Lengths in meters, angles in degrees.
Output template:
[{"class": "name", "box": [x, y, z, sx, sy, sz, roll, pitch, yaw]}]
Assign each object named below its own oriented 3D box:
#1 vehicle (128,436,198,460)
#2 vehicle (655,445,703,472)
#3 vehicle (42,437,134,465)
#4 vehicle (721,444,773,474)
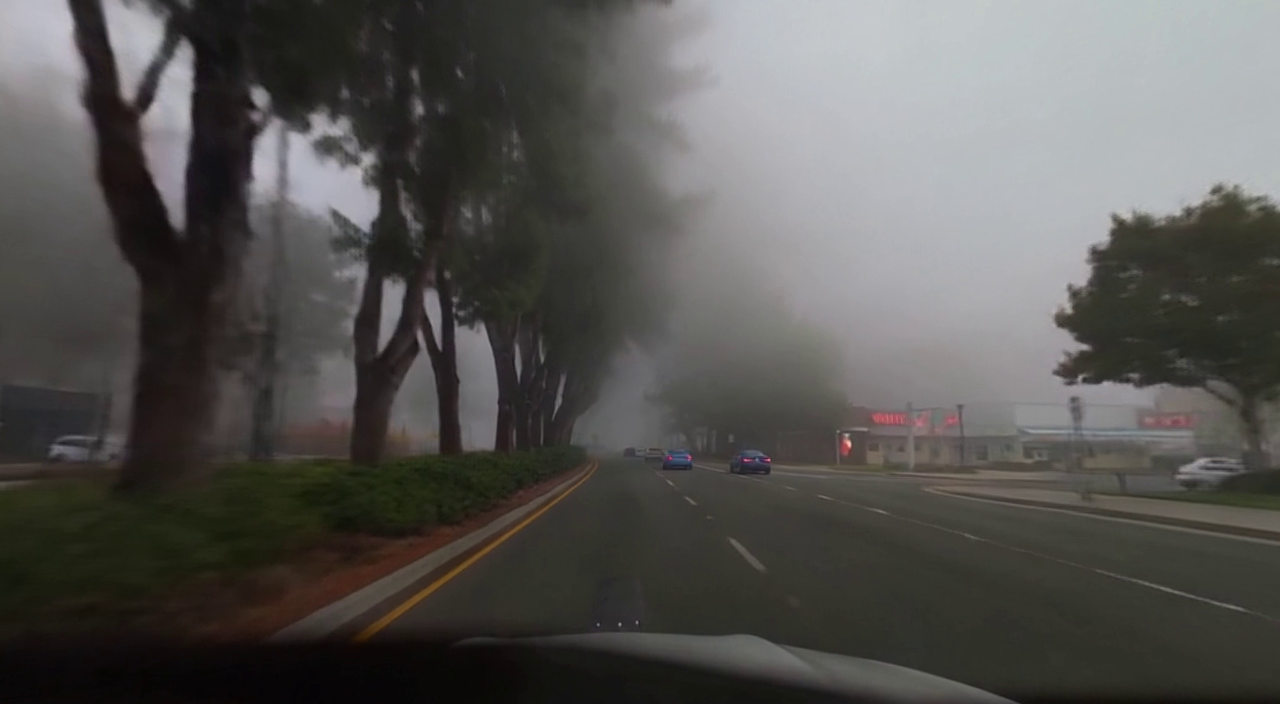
[{"class": "vehicle", "box": [-35.641, 7.196, 47.203, 1.913, 1.702, 4.873, 1, -9, -8]}, {"class": "vehicle", "box": [2.152, 6.044, 35.967, 2.256, 1.451, 4.313, 1, -9, -3]}, {"class": "vehicle", "box": [-30.956, 5.554, 35.446, 1.752, 1.458, 3.987, 1, -9, -5]}, {"class": "vehicle", "box": [5.755, 5.825, 34.467, 1.886, 1.528, 4.169, 1, -9, -3]}]
